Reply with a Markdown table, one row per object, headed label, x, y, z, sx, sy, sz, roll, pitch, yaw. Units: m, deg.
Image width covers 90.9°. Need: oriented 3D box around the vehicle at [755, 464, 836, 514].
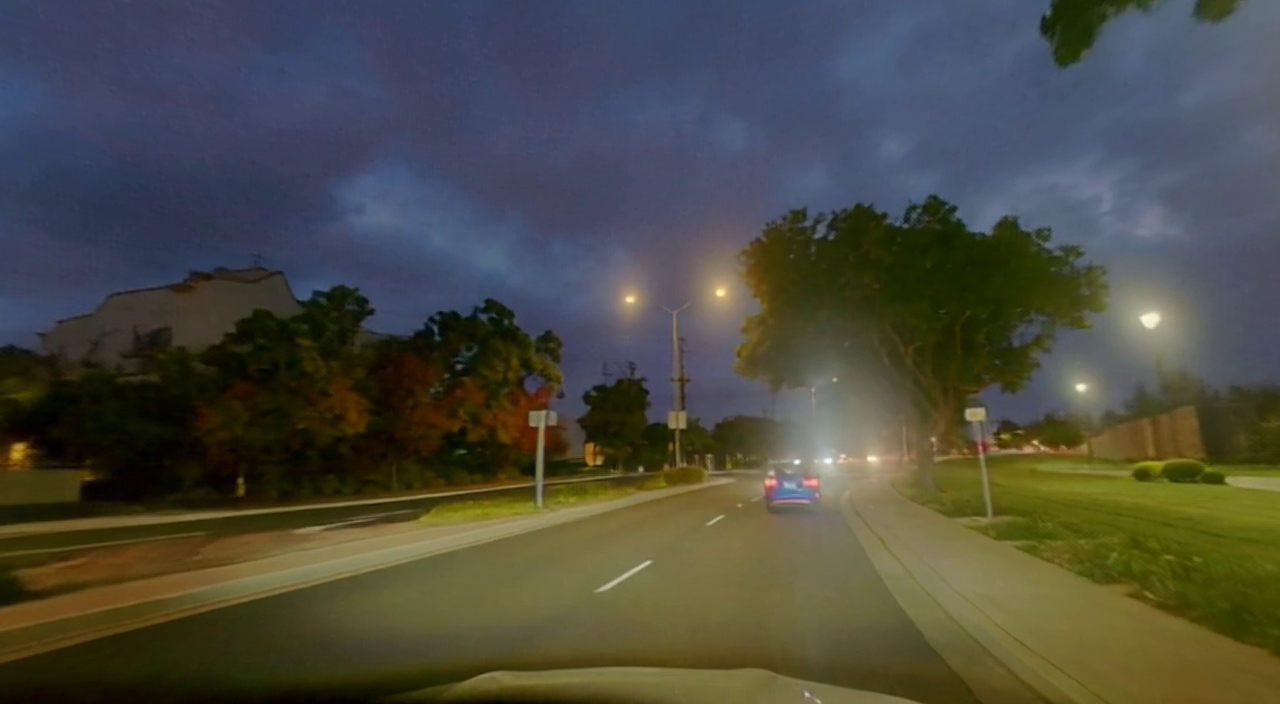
| label | x | y | z | sx | sy | sz | roll | pitch | yaw |
| --- | --- | --- | --- | --- | --- | --- | --- | --- | --- |
| vehicle | 4.817 | 4.031 | 18.946 | 1.972 | 1.250 | 5.282 | -3 | -11 | 17 |
